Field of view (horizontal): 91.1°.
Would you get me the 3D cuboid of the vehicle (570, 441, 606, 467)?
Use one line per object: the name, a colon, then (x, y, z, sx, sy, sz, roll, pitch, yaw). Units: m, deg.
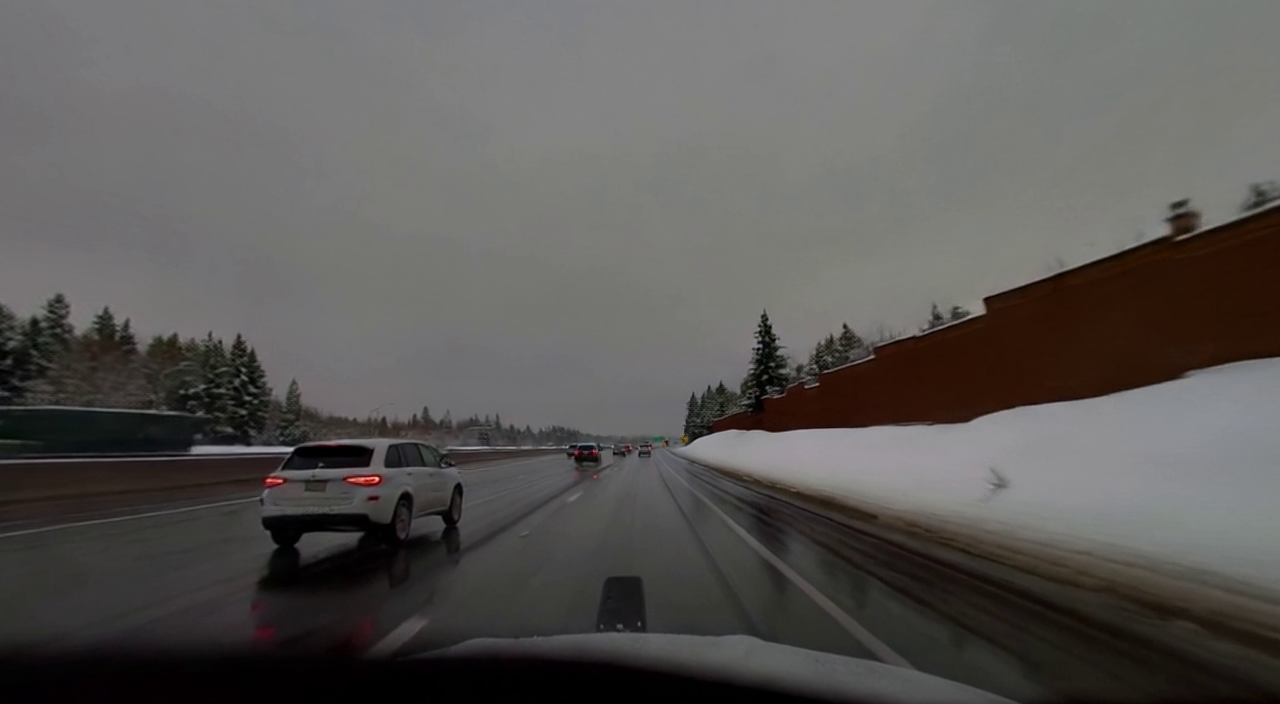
vehicle: (-3.570, 7.111, 43.914, 2.036, 1.636, 4.511, 0, -9, 1)

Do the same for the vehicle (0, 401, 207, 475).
vehicle: (-28.463, 4.505, 32.363, 2.810, 3.115, 13.379, 0, -9, 0)

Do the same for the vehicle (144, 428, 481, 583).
vehicle: (-3.814, 1.858, 8.581, 1.945, 1.484, 4.803, 0, -9, 1)
